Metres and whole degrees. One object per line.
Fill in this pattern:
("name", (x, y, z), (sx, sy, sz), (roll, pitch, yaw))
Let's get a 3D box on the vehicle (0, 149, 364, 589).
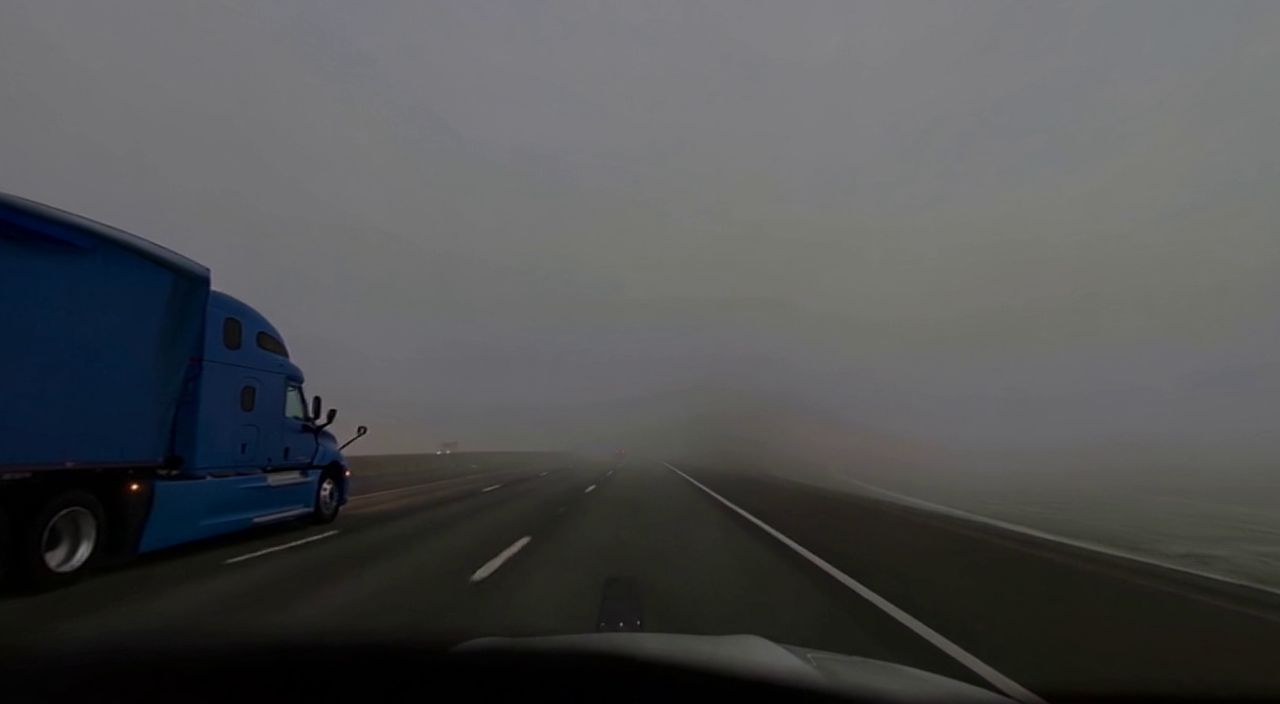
("vehicle", (-7.231, 0.537, 8.280), (2.996, 3.947, 8.600), (0, -9, 2))
